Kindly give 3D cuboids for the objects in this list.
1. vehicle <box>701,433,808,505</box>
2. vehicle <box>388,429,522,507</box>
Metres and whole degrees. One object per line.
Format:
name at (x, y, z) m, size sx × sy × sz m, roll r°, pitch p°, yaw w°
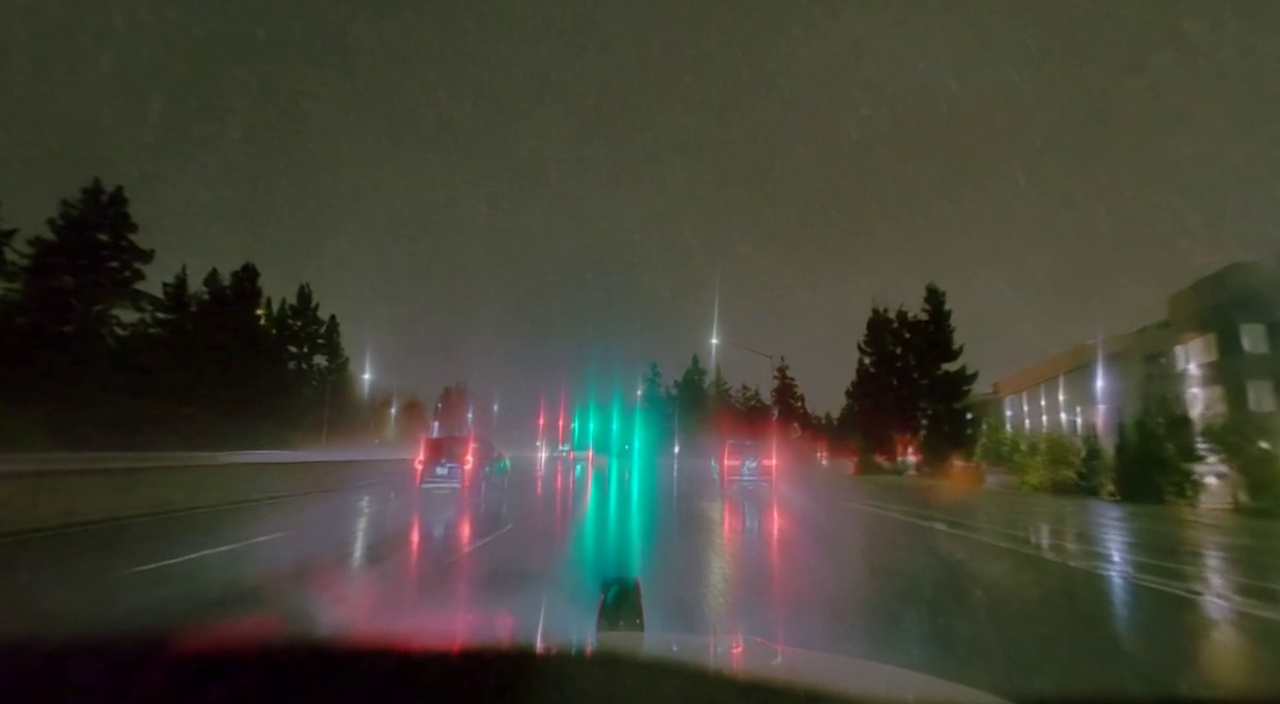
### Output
vehicle at (2.919, 3.074, 17.123) m, size 1.997 × 1.686 × 4.247 m, roll 0°, pitch -8°, yaw -1°
vehicle at (-4.715, 3.030, 16.985) m, size 2.176 × 1.779 × 4.755 m, roll 0°, pitch -8°, yaw 0°
